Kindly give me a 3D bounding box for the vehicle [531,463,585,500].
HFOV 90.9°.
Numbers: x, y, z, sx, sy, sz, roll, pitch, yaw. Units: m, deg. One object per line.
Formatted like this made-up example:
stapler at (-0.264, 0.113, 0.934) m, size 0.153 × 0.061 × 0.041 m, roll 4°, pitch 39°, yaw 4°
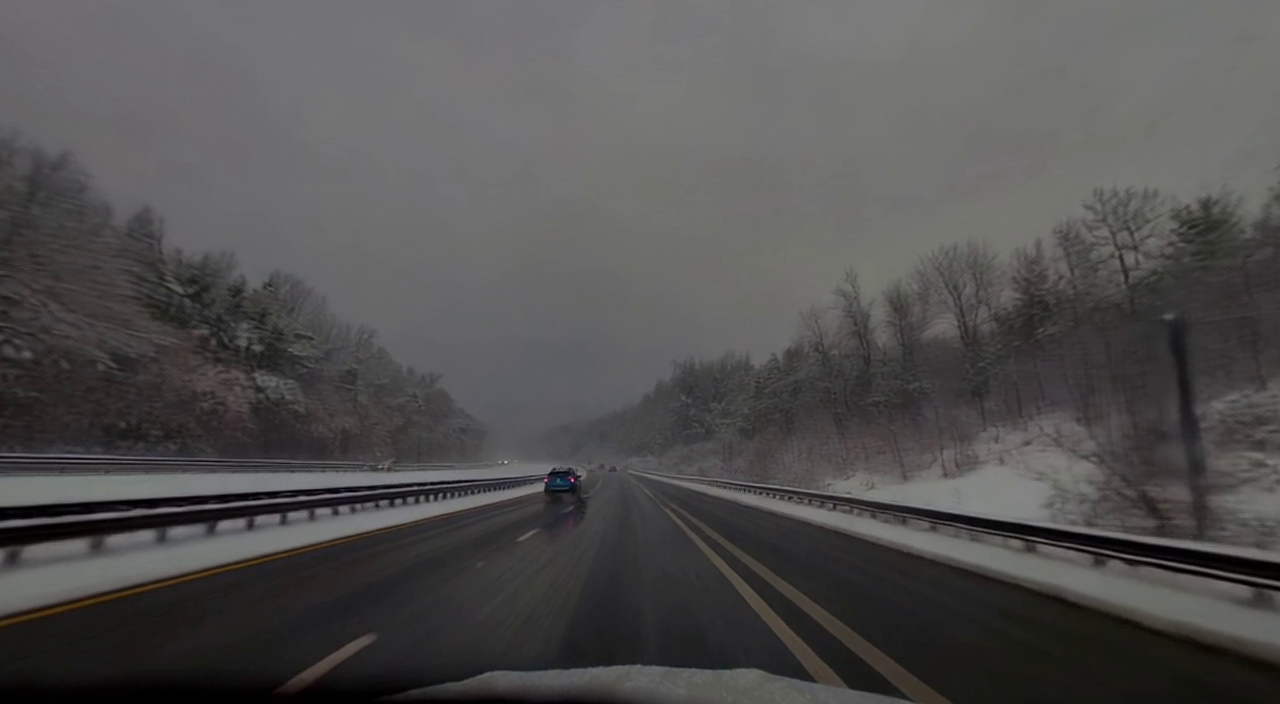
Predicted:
vehicle at (-3.770, 6.069, 29.700) m, size 1.967 × 1.556 × 4.364 m, roll 1°, pitch -10°, yaw -1°
